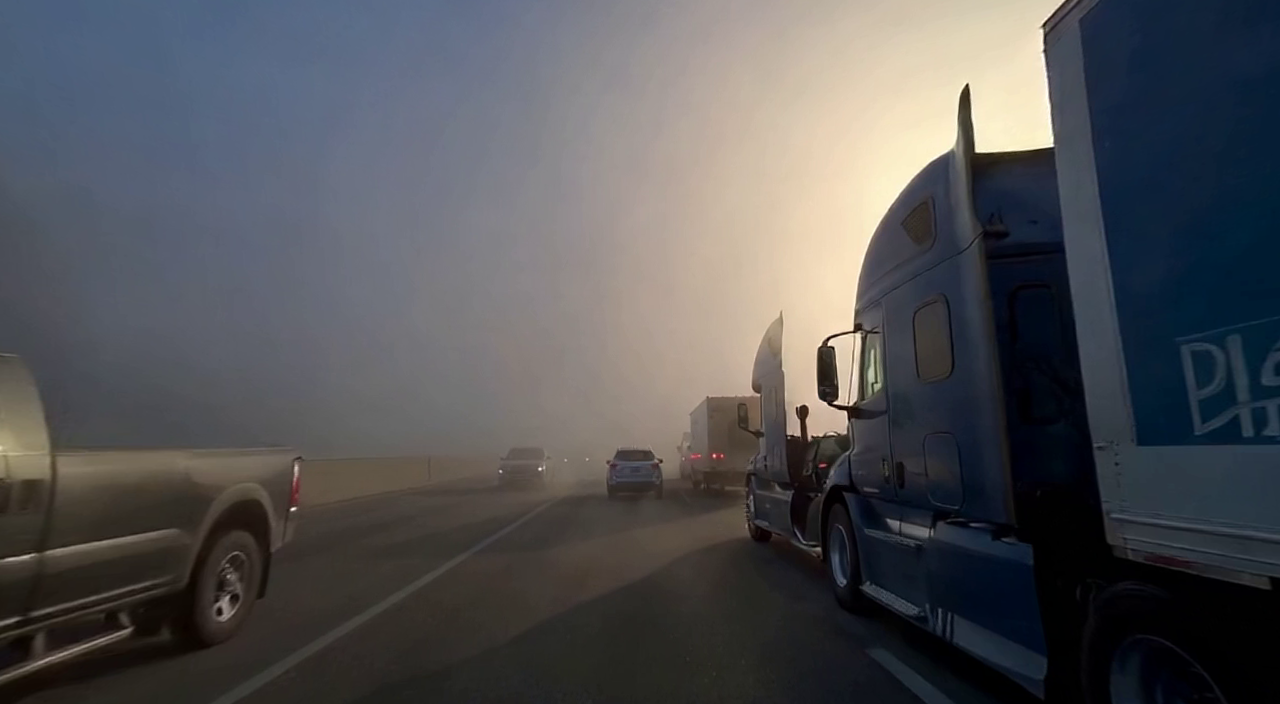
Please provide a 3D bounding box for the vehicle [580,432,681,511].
[{"bbox_3d":[-0.246,2.947,15.949,2.201,1.719,4.058,0,-9,-1],"label":"vehicle"}]

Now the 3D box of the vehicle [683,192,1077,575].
[{"bbox_3d":[3.016,1.448,14.589,2.934,4.123,15.785,0,-9,0],"label":"vehicle"}]

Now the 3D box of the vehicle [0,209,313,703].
[{"bbox_3d":[-3.765,0.554,2.343,2.254,2.331,5.179,0,-9,0],"label":"vehicle"}]

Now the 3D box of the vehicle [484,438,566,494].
[{"bbox_3d":[-3.869,3.918,21.998,1.986,1.733,4.209,0,-9,1],"label":"vehicle"}]
